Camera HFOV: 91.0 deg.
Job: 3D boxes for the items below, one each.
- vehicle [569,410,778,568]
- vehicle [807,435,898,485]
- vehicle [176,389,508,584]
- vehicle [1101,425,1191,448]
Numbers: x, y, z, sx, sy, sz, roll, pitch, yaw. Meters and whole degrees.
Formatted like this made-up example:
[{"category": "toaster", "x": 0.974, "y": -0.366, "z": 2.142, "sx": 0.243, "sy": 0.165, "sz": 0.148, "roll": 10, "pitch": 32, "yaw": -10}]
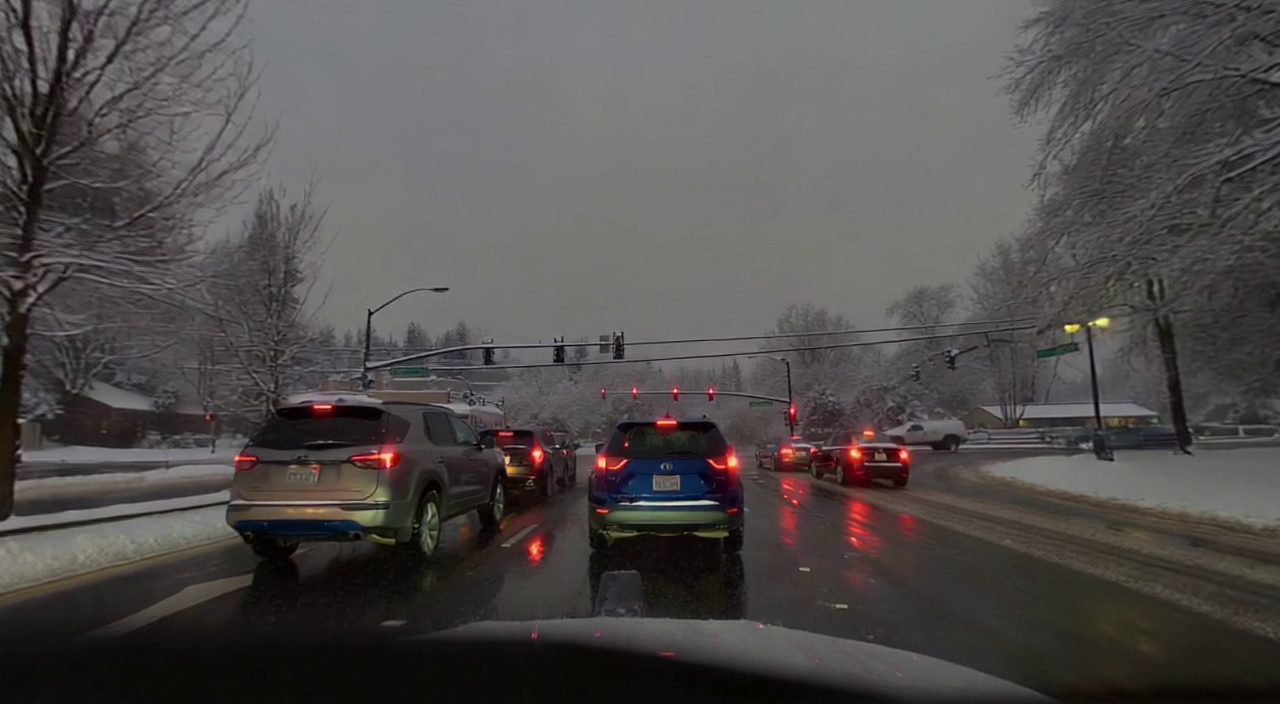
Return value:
[{"category": "vehicle", "x": 0.377, "y": 1.750, "z": 8.774, "sx": 2.189, "sy": 1.649, "sz": 4.171, "roll": 0, "pitch": -8, "yaw": 1}, {"category": "vehicle", "x": 7.359, "y": 3.768, "z": 22.280, "sx": 2.067, "sy": 1.599, "sz": 4.251, "roll": -1, "pitch": -8, "yaw": 5}, {"category": "vehicle", "x": -3.258, "y": 1.579, "z": 8.154, "sx": 2.085, "sy": 1.812, "sz": 4.388, "roll": 0, "pitch": -8, "yaw": 1}, {"category": "vehicle", "x": 35.818, "y": 6.037, "z": 44.712, "sx": 4.632, "sy": 1.580, "sz": 1.801, "roll": -5, "pitch": -10, "yaw": 31}]
